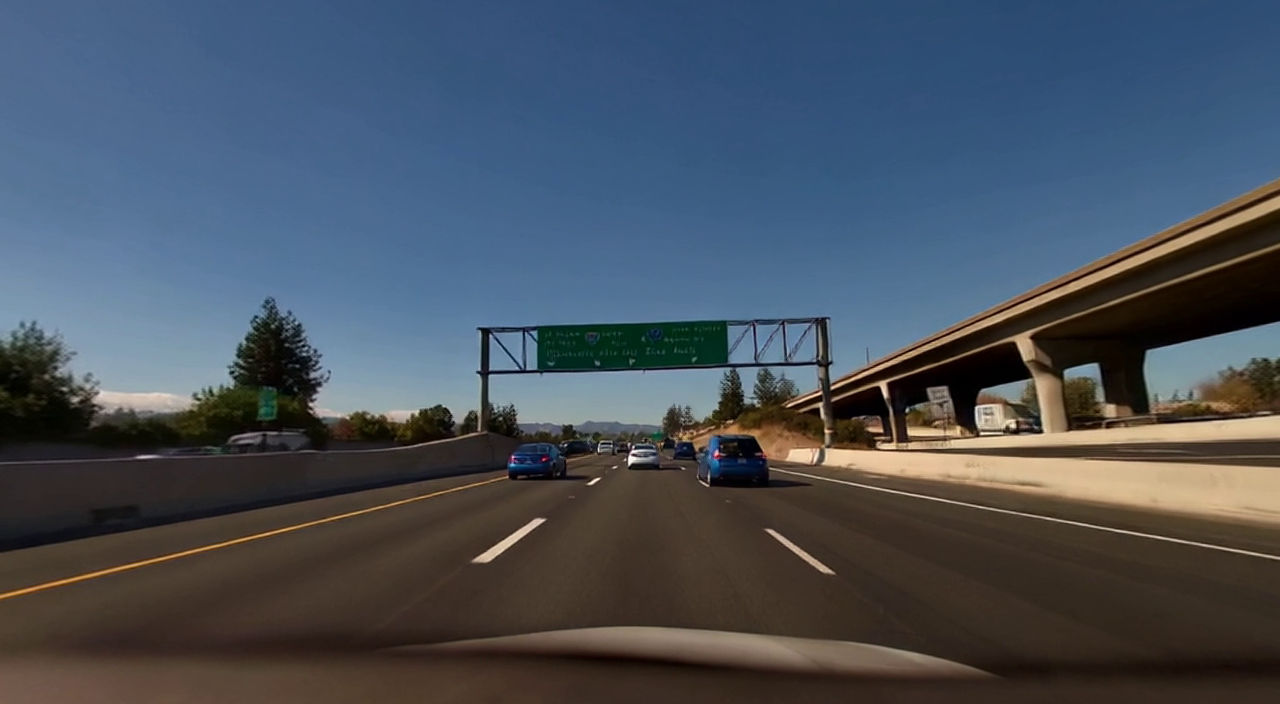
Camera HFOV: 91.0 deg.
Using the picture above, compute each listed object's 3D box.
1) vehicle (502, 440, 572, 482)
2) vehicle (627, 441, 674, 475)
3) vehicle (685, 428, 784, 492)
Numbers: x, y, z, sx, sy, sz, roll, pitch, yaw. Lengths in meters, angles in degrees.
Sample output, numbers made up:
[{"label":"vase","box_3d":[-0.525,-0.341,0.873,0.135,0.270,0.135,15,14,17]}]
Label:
[{"label":"vehicle","box_3d":[-3.956,4.275,24.910,2.031,1.491,4.145,0,-8,1]},{"label":"vehicle","box_3d":[0.465,4.971,29.838,2.089,1.493,3.964,0,-8,0]},{"label":"vehicle","box_3d":[2.753,3.295,19.502,2.202,1.748,4.158,1,-8,-3]}]
